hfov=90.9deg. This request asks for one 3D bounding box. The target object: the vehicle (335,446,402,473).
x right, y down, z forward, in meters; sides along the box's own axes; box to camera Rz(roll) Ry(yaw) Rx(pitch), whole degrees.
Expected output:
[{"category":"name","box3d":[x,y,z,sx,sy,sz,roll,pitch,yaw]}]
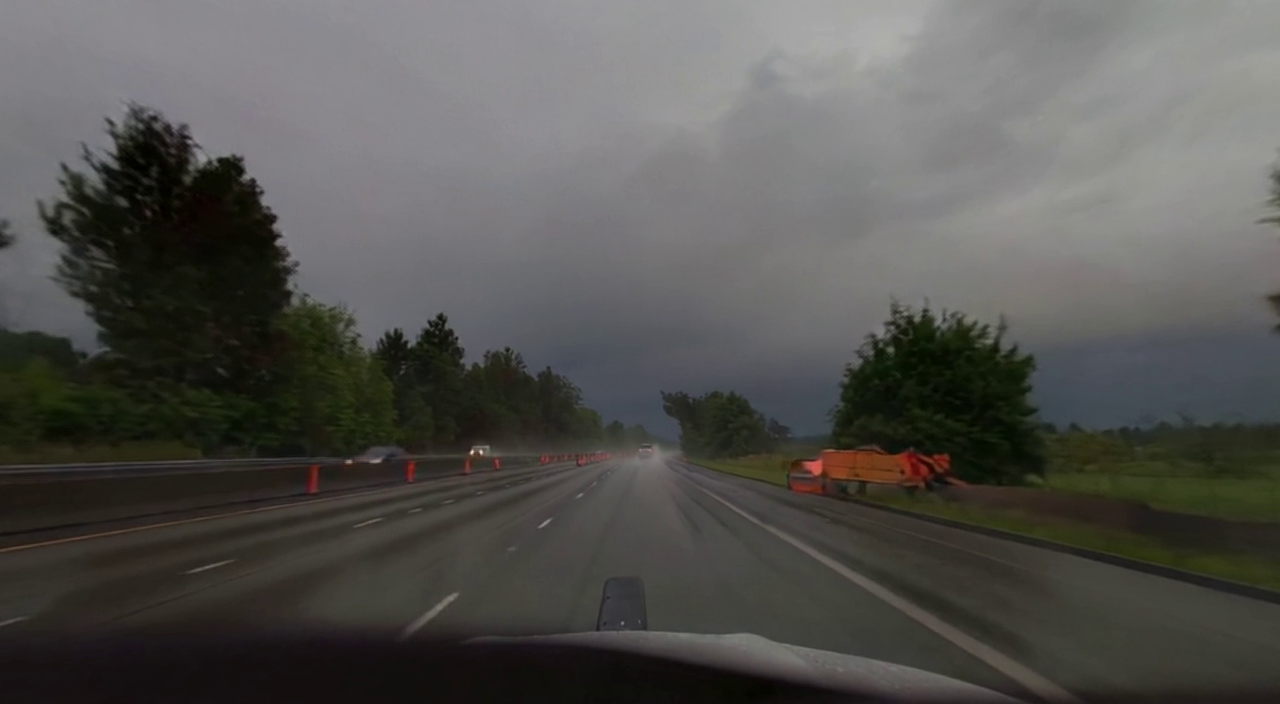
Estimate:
[{"category":"vehicle","box3d":[-15.906,6.310,37.134,1.851,1.440,4.562,0,-9,1]}]
